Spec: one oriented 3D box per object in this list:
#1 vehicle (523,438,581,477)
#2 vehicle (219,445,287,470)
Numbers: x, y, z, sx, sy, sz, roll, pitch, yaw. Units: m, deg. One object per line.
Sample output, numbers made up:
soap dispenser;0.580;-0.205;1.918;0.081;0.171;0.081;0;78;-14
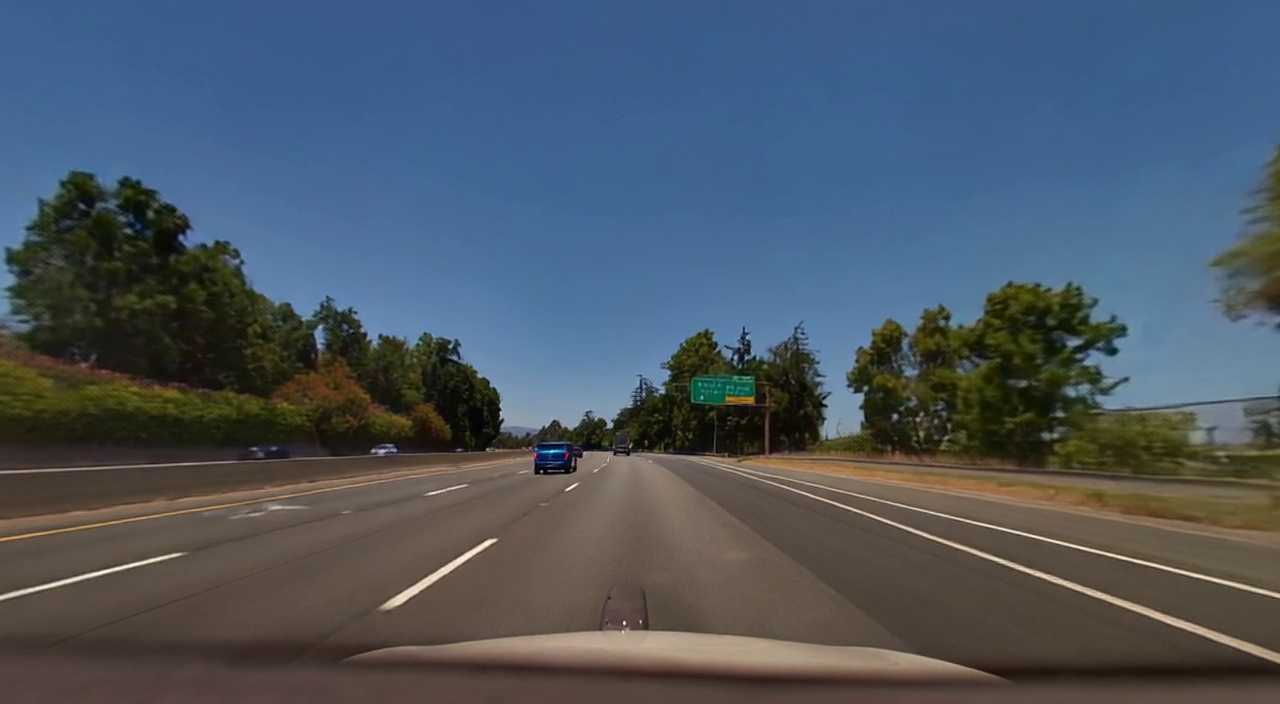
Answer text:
vehicle;-4.104;5.006;30.224;2.162;1.724;4.537;0;-8;-1
vehicle;-25.656;6.979;42.021;1.868;1.559;4.368;0;-8;-2
